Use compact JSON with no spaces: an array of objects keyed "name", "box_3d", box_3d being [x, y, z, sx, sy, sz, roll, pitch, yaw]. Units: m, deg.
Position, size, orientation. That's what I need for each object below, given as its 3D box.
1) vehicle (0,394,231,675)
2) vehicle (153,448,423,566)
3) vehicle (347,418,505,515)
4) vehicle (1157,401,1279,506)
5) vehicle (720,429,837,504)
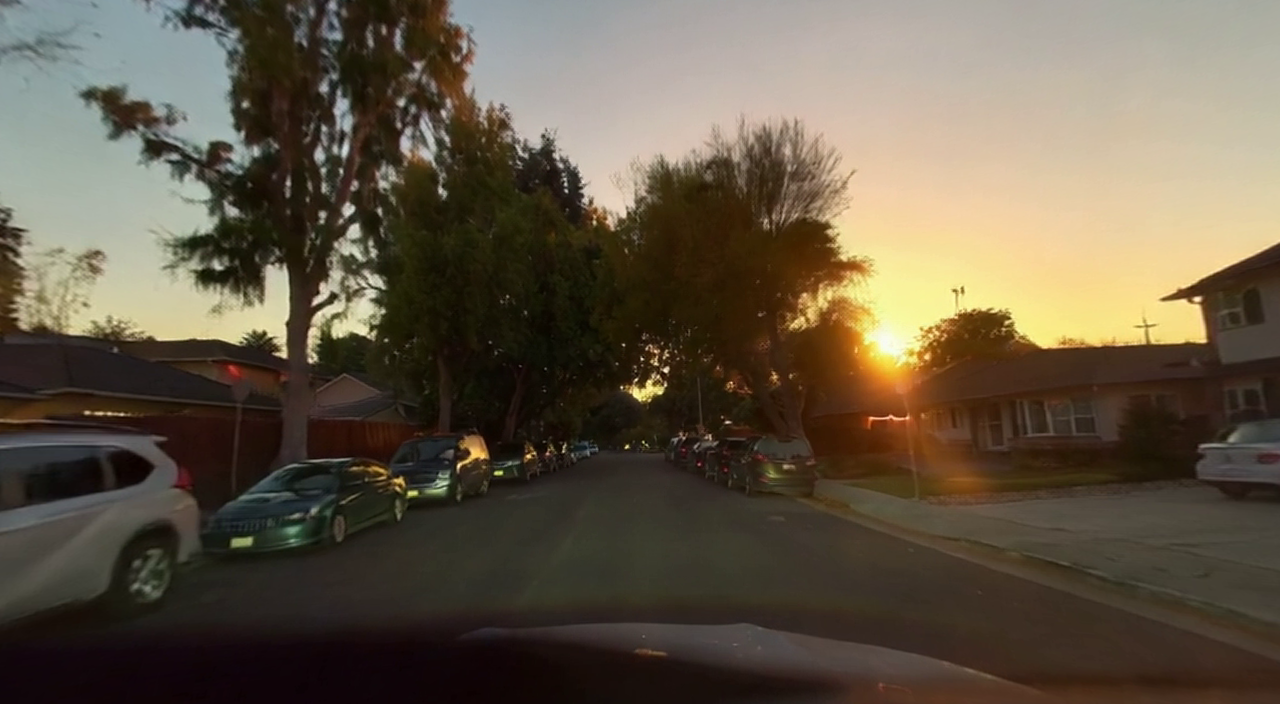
[{"name":"vehicle","box_3d":[-5.279,1.218,4.232,2.042,1.850,4.758,0,-8,-3]},{"name":"vehicle","box_3d":[-5.286,2.328,10.395,1.858,1.456,4.587,0,-8,-1]},{"name":"vehicle","box_3d":[-5.335,2.932,16.758,2.390,2.123,5.371,0,-8,-1]},{"name":"vehicle","box_3d":[11.376,1.629,10.255,4.336,1.520,1.876,0,-8,-2]},{"name":"vehicle","box_3d":[3.491,2.984,16.951,1.994,1.710,4.699,0,-8,-1]}]
